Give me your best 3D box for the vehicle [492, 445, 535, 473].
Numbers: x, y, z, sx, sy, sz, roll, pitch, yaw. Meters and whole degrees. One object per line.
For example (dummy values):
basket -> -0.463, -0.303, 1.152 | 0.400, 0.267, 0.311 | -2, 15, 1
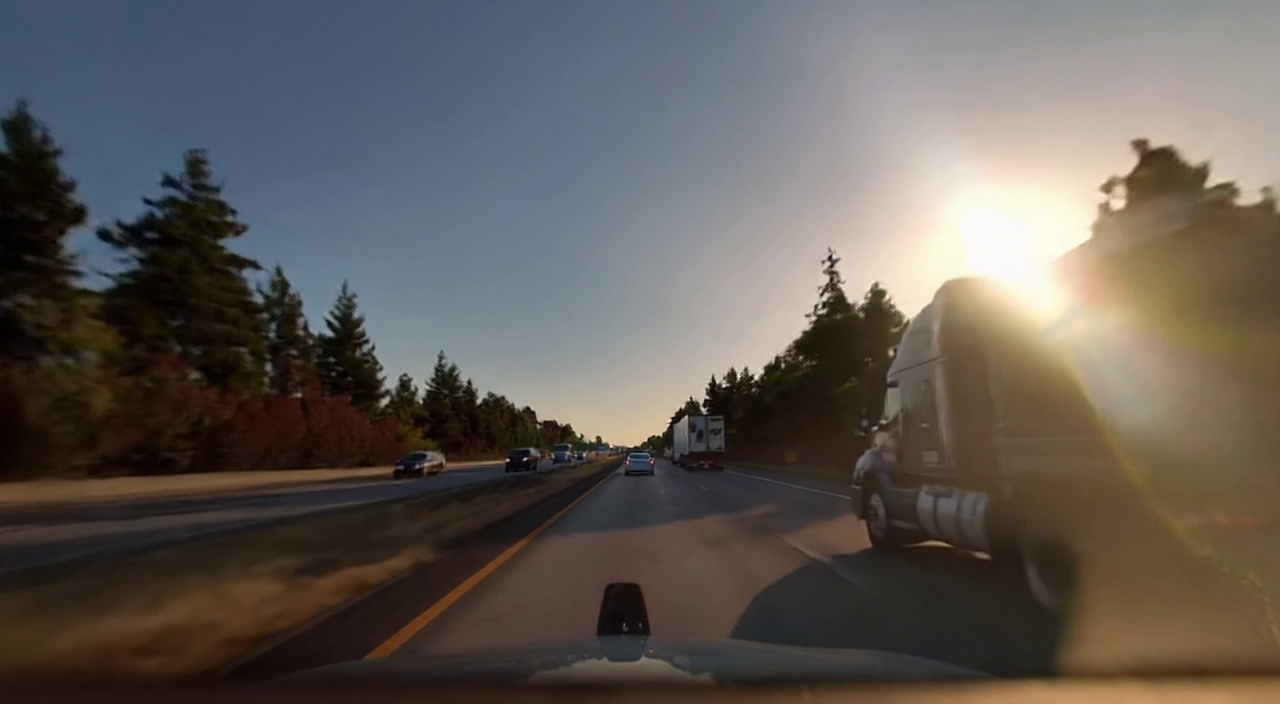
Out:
vehicle -> -8.202, 6.990, 41.192 | 2.028, 1.702, 3.667 | 0, -9, 1

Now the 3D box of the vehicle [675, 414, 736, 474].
vehicle -> 4.435, 6.707, 45.598 | 2.885, 3.679, 12.102 | 0, -9, -1

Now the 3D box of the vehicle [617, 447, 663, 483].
vehicle -> 0.021, 5.018, 28.287 | 1.939, 1.495, 3.612 | 0, -9, 0

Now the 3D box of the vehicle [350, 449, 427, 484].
vehicle -> -12.378, 5.632, 31.378 | 1.922, 1.586, 4.633 | 0, -9, 0

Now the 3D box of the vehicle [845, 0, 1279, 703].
vehicle -> 4.512, 0.269, 5.890 | 3.041, 3.923, 6.030 | 0, -9, 0
